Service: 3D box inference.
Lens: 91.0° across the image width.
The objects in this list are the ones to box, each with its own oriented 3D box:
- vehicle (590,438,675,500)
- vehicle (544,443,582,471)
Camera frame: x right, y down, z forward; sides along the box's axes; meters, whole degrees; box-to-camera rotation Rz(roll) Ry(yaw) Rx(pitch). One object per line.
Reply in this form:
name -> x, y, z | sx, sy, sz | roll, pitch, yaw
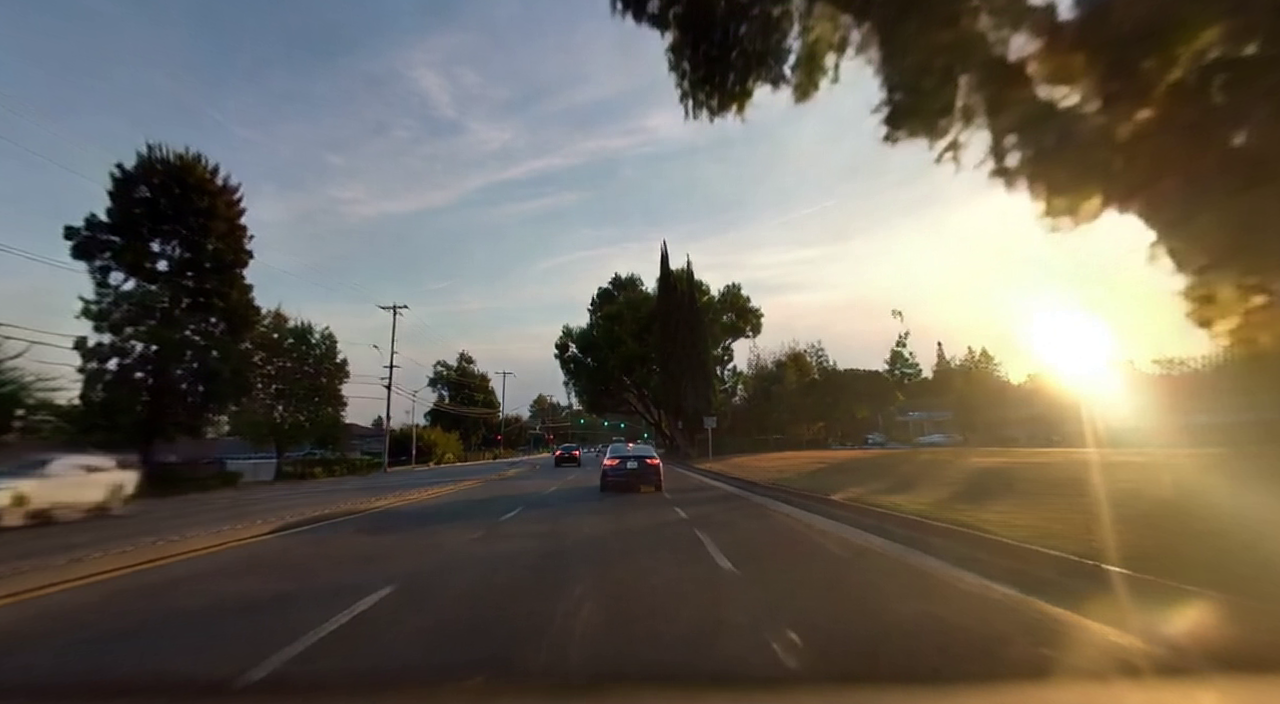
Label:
vehicle -> -0.307, 3.454, 19.067 | 2.235, 1.597, 4.918 | 0, -9, -3
vehicle -> -5.206, 7.131, 43.029 | 2.189, 1.776, 4.342 | 0, -9, -2
